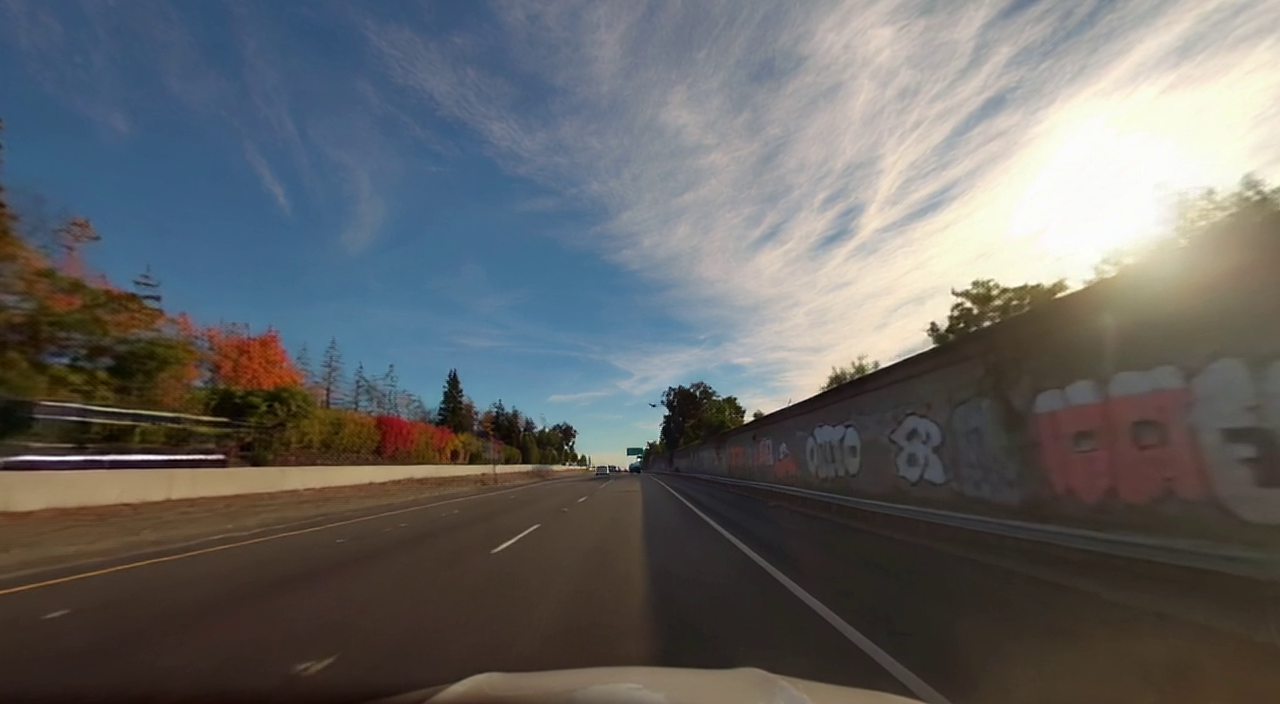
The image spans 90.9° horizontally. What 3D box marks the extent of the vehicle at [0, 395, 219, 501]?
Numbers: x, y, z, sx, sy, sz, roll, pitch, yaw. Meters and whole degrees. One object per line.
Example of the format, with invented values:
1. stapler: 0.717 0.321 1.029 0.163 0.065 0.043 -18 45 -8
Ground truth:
1. vehicle: -17.976 3.114 19.820 3.126 2.663 9.061 1 -10 0
